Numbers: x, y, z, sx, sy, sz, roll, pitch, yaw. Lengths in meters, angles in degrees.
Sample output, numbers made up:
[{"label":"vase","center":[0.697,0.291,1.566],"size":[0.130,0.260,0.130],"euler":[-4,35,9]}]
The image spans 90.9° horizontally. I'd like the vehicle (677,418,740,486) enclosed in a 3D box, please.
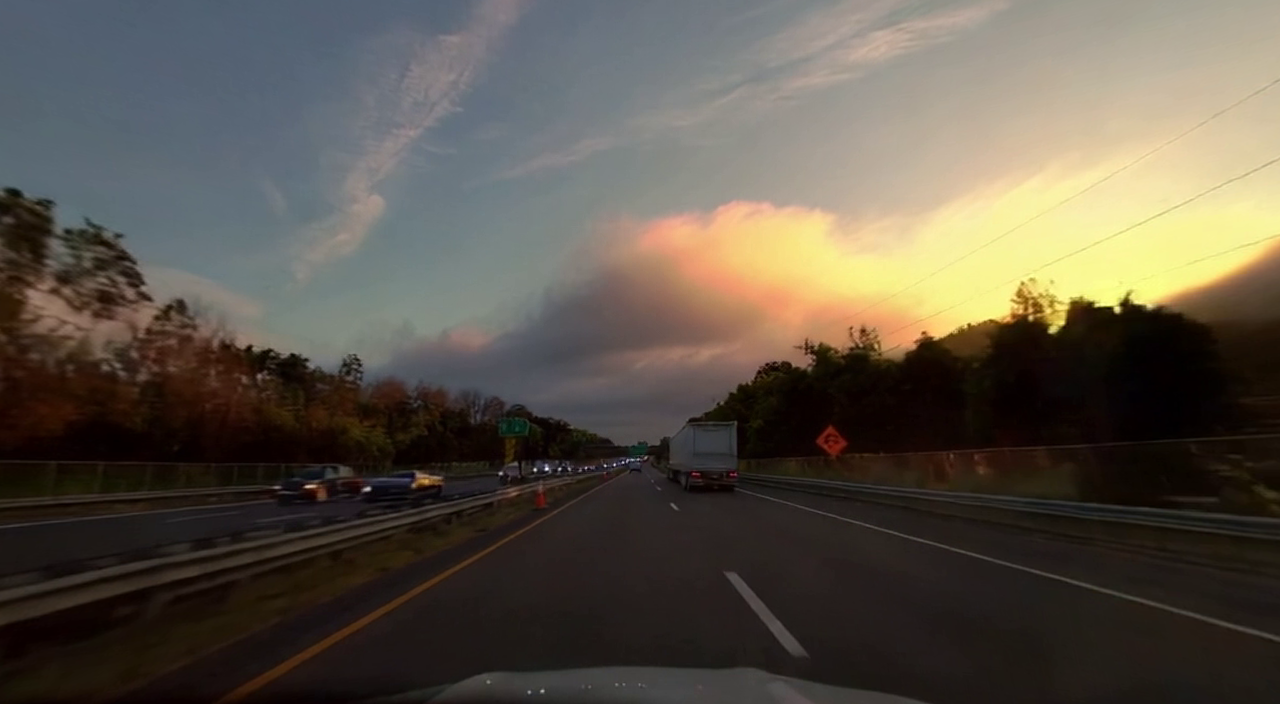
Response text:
[{"label":"vehicle","center":[3.851,5.853,36.765],"size":[2.806,3.499,5.698],"euler":[-3,-9,-1]}]
